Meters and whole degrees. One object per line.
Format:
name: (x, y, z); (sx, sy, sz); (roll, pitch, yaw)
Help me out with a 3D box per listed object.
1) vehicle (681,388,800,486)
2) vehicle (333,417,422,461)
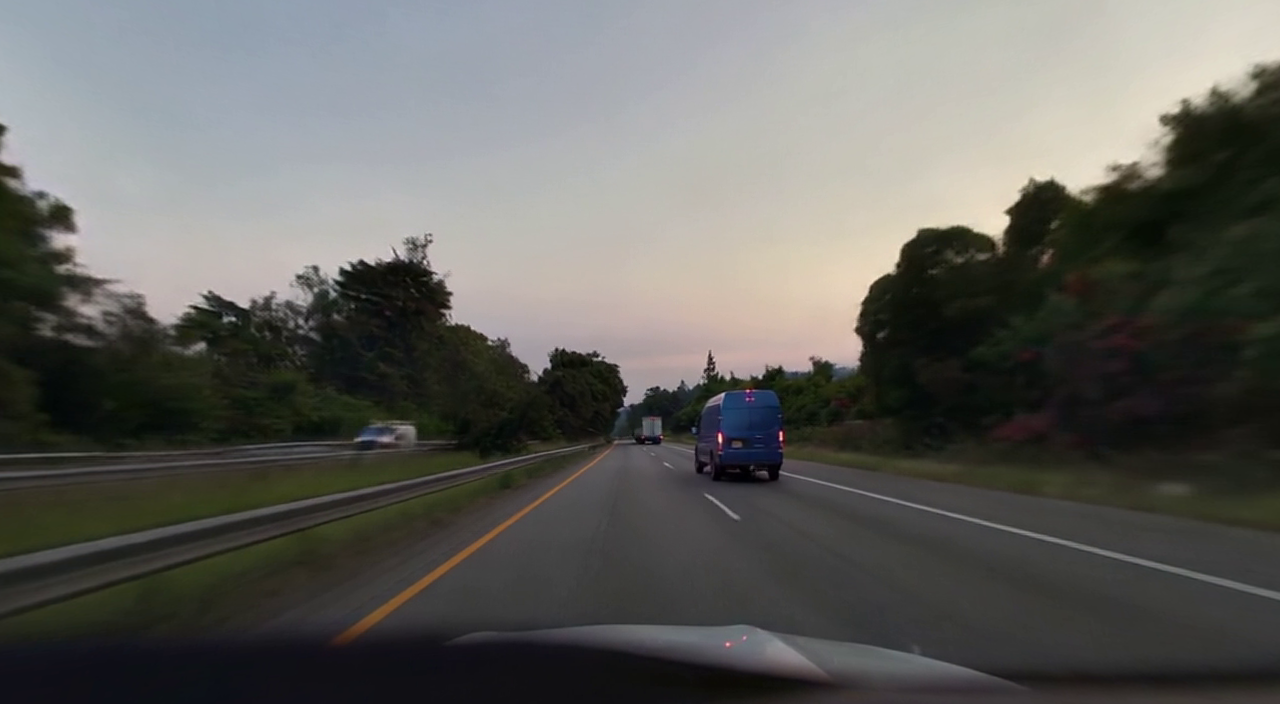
vehicle: (2.876, 2.676, 19.891); (2.570, 2.596, 6.082); (0, -8, -2)
vehicle: (-12.562, 4.224, 30.616); (2.109, 1.915, 5.253); (0, -8, -1)
